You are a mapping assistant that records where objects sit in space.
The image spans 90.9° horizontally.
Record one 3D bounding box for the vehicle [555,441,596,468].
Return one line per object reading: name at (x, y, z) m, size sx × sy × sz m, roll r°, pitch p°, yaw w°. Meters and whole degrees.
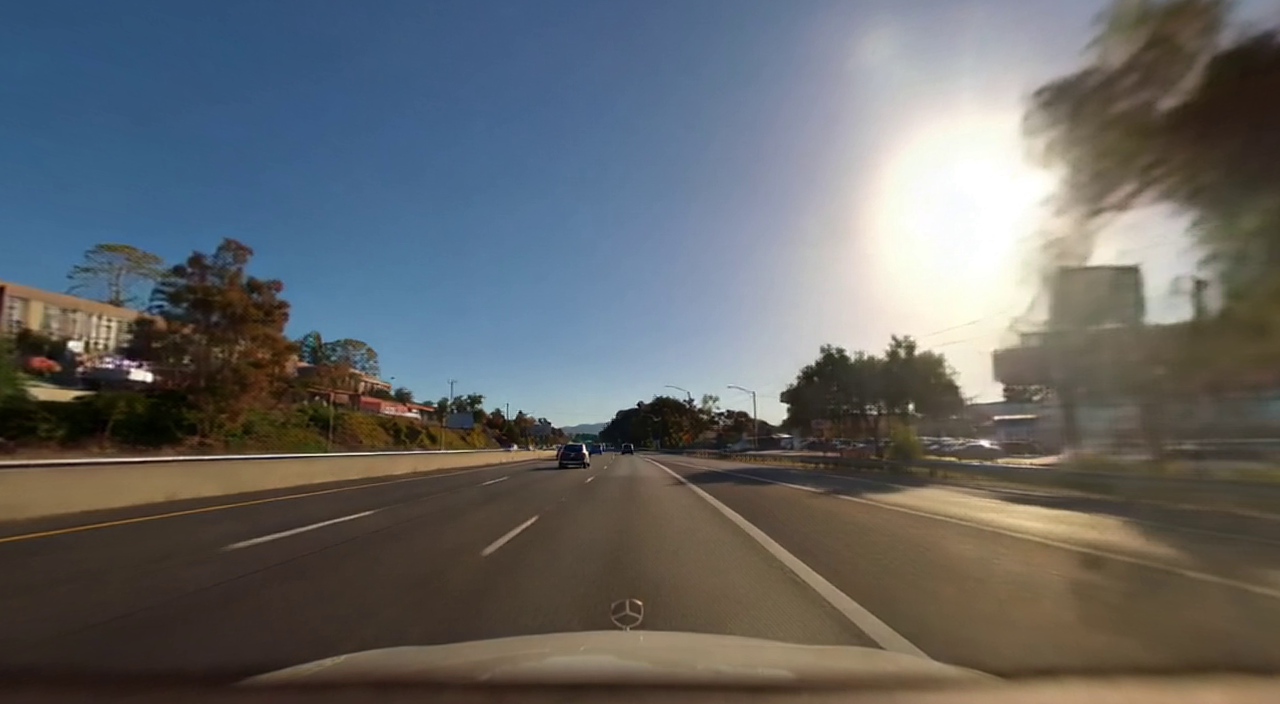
vehicle at (-4.327, 6.964, 43.232) m, size 2.236 × 1.736 × 5.585 m, roll 0°, pitch -8°, yaw 0°
